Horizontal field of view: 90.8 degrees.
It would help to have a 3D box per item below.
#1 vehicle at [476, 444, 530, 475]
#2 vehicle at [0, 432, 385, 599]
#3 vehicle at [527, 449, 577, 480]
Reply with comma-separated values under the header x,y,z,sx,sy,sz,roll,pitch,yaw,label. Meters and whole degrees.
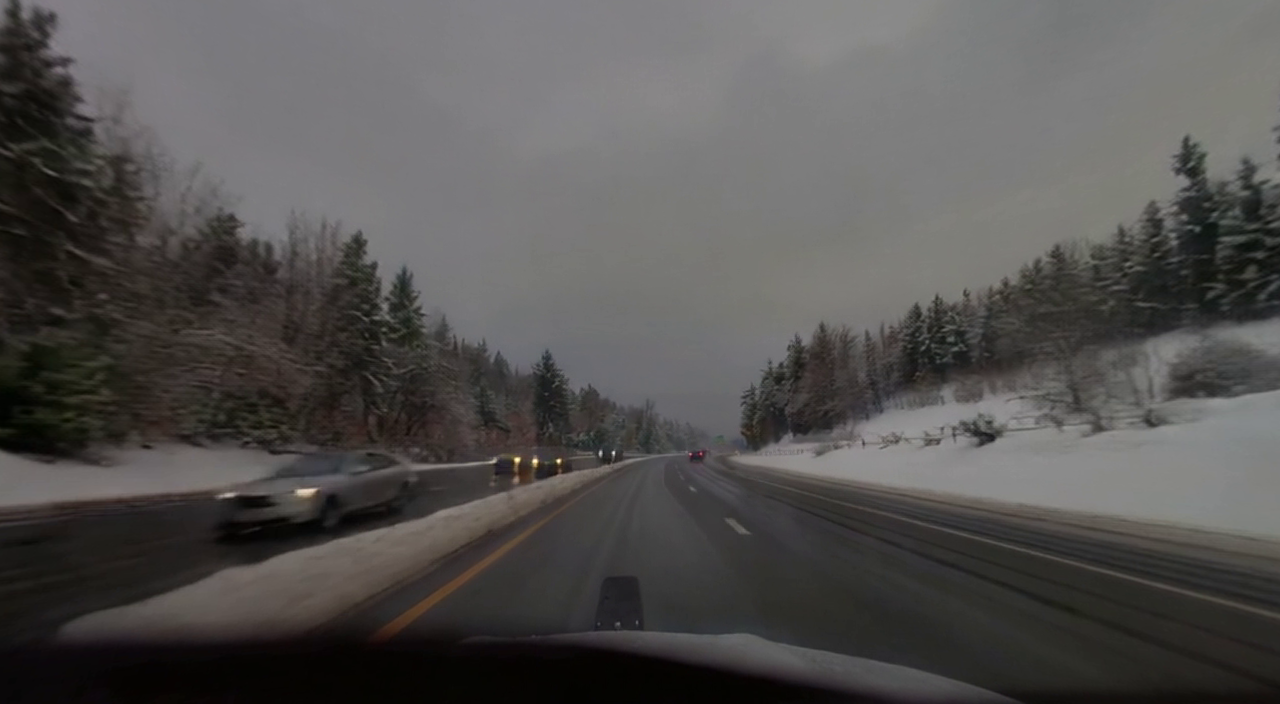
x,y,z,sx,sy,sz,roll,pitch,yaw,label
-8.335,6.562,38.897,2.154,1.715,4.579,0,-8,2,vehicle
-5.391,1.856,8.256,2.058,1.501,4.749,0,-8,1,vehicle
-4.633,5.991,33.953,1.918,1.473,4.462,0,-8,1,vehicle
